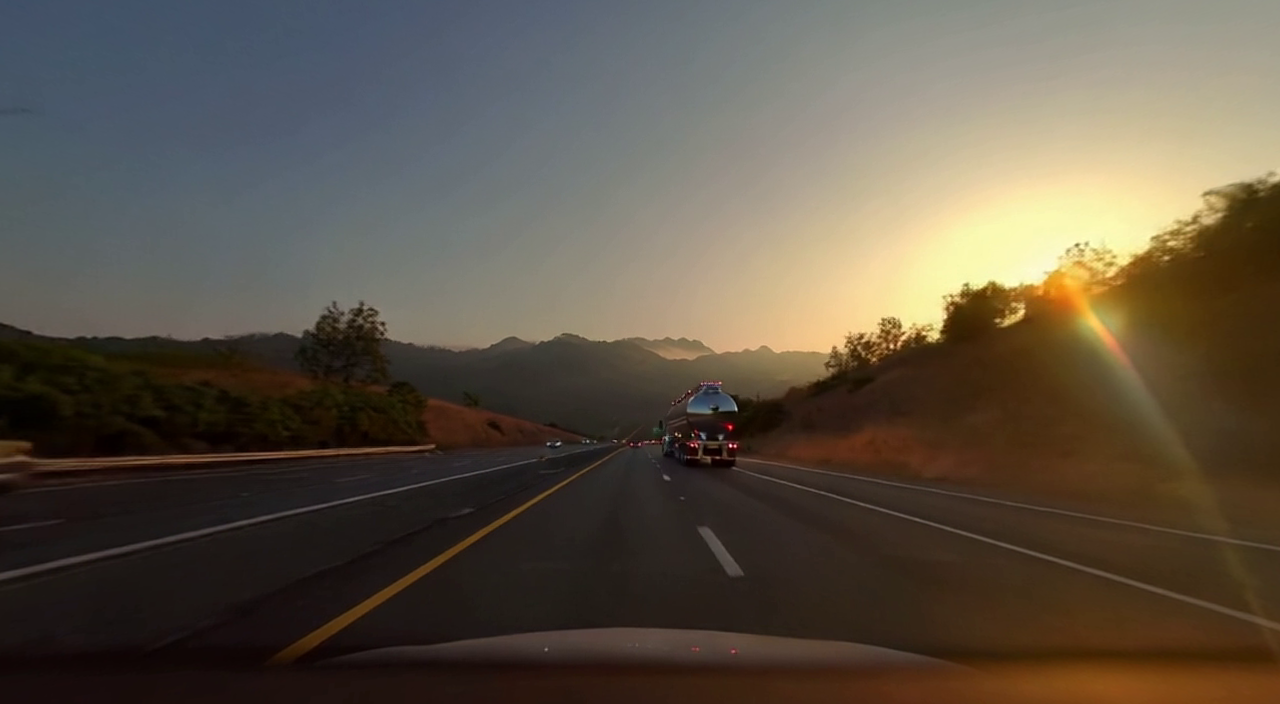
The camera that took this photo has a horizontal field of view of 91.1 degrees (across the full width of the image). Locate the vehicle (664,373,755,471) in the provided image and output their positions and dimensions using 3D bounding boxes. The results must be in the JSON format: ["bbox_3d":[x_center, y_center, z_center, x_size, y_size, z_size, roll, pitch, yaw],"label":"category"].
[{"bbox_3d":[2.887,3.443,30.001,2.946,3.745,11.516,0,-7,-1],"label":"vehicle"}]
